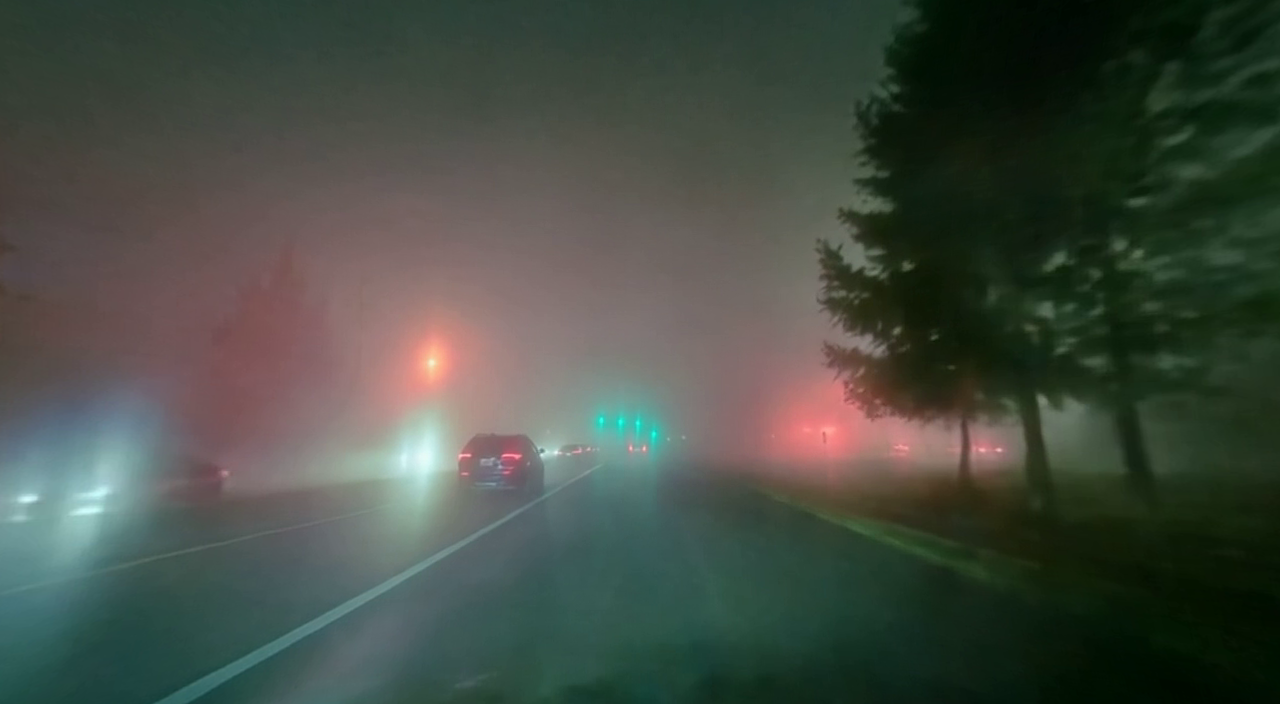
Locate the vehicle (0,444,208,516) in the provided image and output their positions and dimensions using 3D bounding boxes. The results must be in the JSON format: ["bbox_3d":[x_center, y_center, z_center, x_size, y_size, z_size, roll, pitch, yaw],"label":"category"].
[{"bbox_3d":[-13.609,3.161,16.183,1.942,1.579,4.409,0,-9,-1],"label":"vehicle"}]

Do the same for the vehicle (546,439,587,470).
[{"bbox_3d":[-4.293,6.081,37.623,2.041,1.698,4.094,0,-9,-1],"label":"vehicle"}]

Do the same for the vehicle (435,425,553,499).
[{"bbox_3d":[-3.905,3.037,17.842,2.189,1.807,4.467,0,-9,1],"label":"vehicle"}]
